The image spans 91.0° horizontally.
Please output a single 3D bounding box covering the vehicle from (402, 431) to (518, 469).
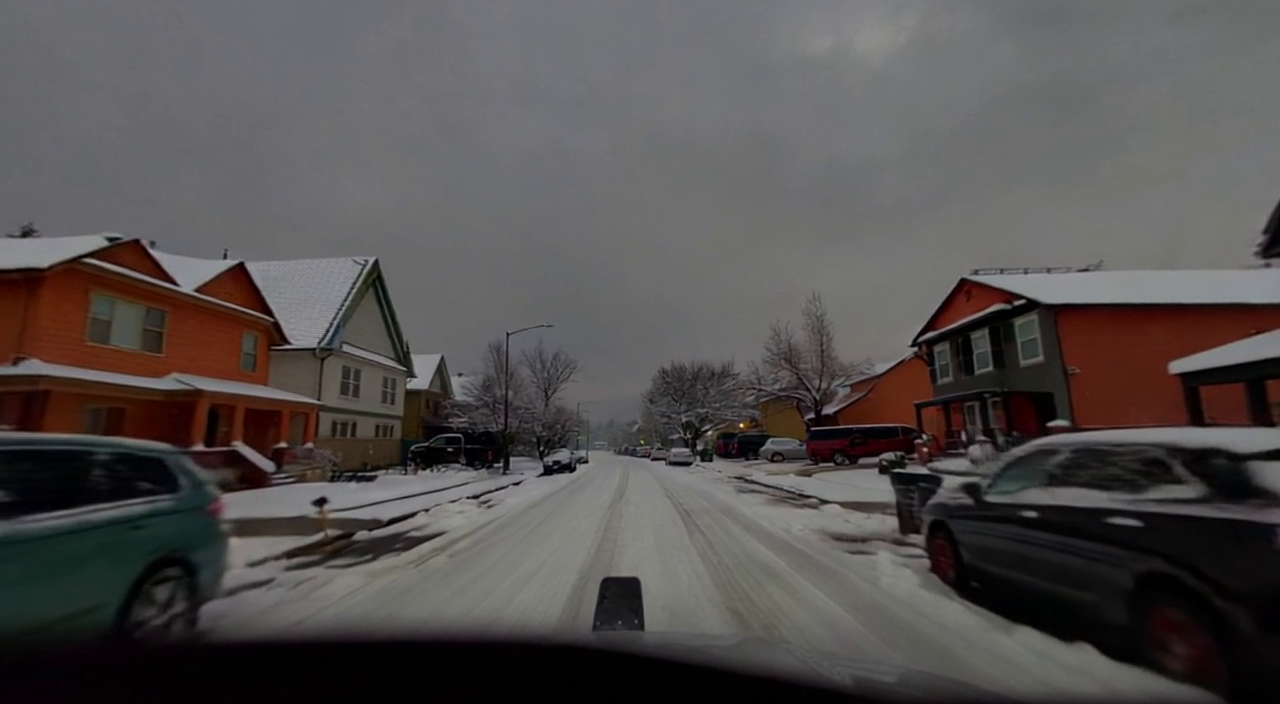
[{"bbox_3d":[-9.938,5.461,35.190,5.843,1.985,2.294,1,-9,-6],"label":"vehicle"}]

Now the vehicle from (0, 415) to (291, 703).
[{"bbox_3d":[-3.842,1.018,2.749,2.089,1.508,4.537,2,-7,-1],"label":"vehicle"}]

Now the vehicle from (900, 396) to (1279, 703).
[{"bbox_3d":[3.729,1.193,4.252,2.077,1.512,4.513,0,-9,1],"label":"vehicle"}]

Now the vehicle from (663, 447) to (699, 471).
[{"bbox_3d":[2.707,7.162,42.321,1.869,1.458,4.324,0,-9,-3],"label":"vehicle"}]

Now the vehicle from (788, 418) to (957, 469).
[{"bbox_3d":[9.089,3.634,24.980,5.799,1.927,2.214,0,-8,-1],"label":"vehicle"}]

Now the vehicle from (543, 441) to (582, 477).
[{"bbox_3d":[-4.885,6.755,40.164,2.230,1.782,4.628,0,-4,-4],"label":"vehicle"}]
